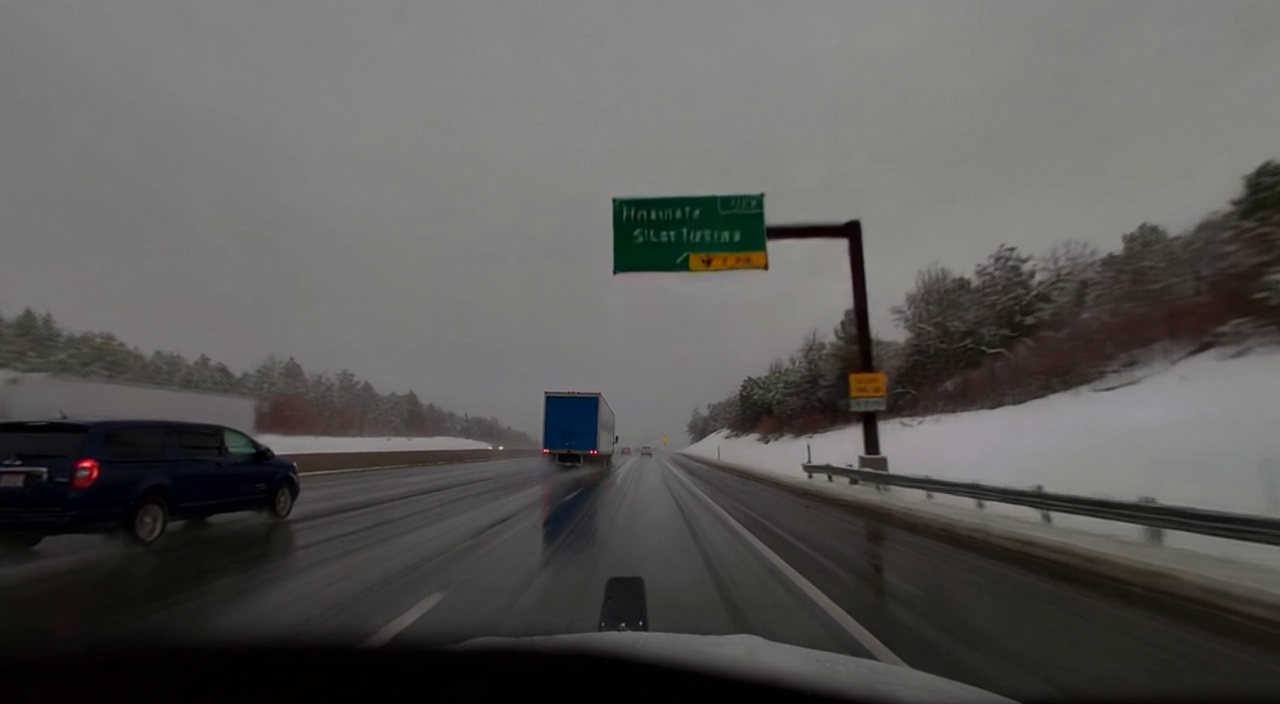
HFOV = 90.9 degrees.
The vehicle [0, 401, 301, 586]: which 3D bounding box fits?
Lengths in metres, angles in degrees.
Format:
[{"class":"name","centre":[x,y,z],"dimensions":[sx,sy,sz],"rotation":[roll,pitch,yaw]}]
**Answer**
[{"class":"vehicle","centre":[-7.437,1.809,9.066],"dimensions":[2.175,1.860,5.236],"rotation":[0,-8,0]}]

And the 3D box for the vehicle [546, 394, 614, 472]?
[{"class":"vehicle","centre":[-3.456,5.363,40.722],"dimensions":[2.893,4.073,15.281],"rotation":[0,-8,0]}]
